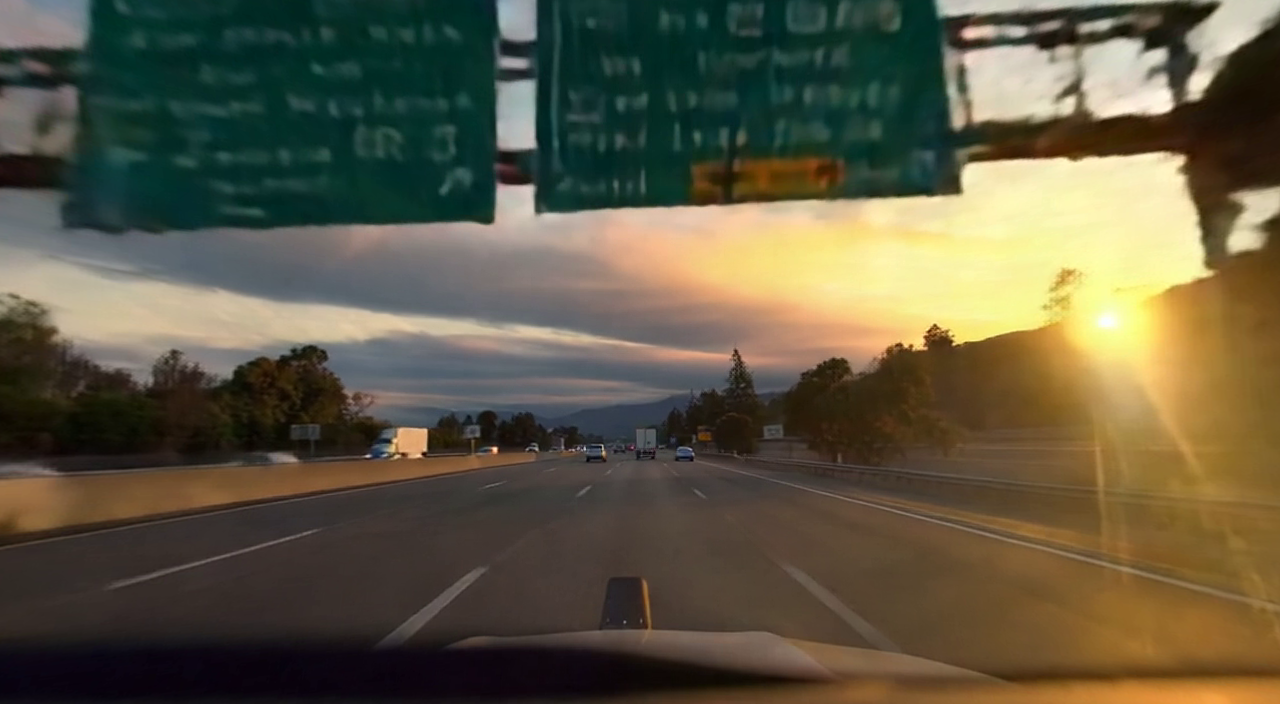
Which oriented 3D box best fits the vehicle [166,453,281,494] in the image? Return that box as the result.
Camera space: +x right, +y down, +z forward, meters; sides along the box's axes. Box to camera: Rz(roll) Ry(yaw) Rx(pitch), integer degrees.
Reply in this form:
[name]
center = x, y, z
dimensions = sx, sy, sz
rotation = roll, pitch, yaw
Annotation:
[vehicle]
center = -15.702, 4.568, 23.989
dimensions = 1.934, 1.398, 3.514
rotation = 0, -9, 0
